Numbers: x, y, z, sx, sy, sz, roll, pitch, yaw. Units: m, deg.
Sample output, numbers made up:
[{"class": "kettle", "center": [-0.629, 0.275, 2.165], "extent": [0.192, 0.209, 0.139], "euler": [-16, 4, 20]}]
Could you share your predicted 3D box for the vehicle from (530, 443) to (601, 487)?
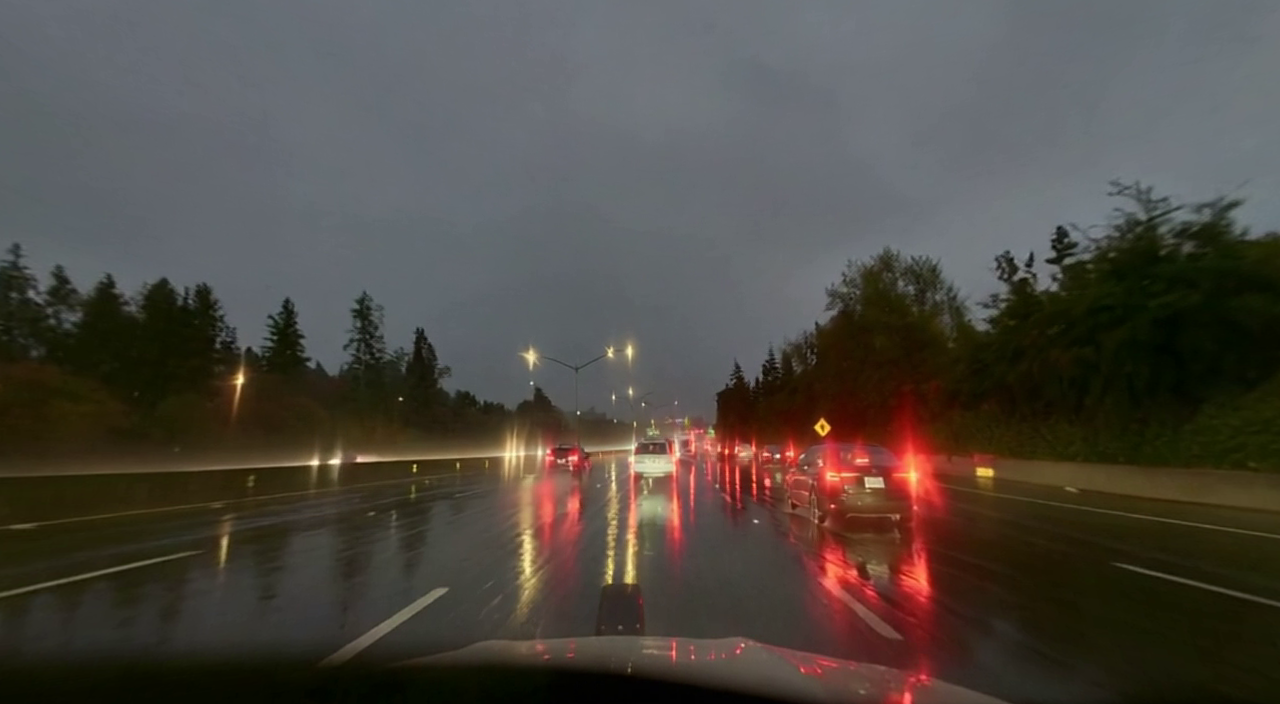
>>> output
[{"class": "vehicle", "center": [-2.761, 4.322, 24.389], "extent": [2.012, 1.495, 4.169], "euler": [0, -9, 3]}]

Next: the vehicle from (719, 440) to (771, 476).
[{"class": "vehicle", "center": [5.358, 5.481, 32.772], "extent": [2.063, 1.710, 4.591], "euler": [0, -9, 1]}]

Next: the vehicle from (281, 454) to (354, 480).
[{"class": "vehicle", "center": [-21.210, 7.569, 41.683], "extent": [1.902, 1.522, 5.027], "euler": [0, -9, 3]}]

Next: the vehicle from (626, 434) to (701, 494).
[{"class": "vehicle", "center": [0.769, 3.596, 20.525], "extent": [2.181, 1.728, 3.970], "euler": [0, -9, 2]}]

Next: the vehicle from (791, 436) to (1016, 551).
[{"class": "vehicle", "center": [4.090, 2.254, 10.742], "extent": [1.999, 1.514, 4.338], "euler": [0, -9, 1]}]
